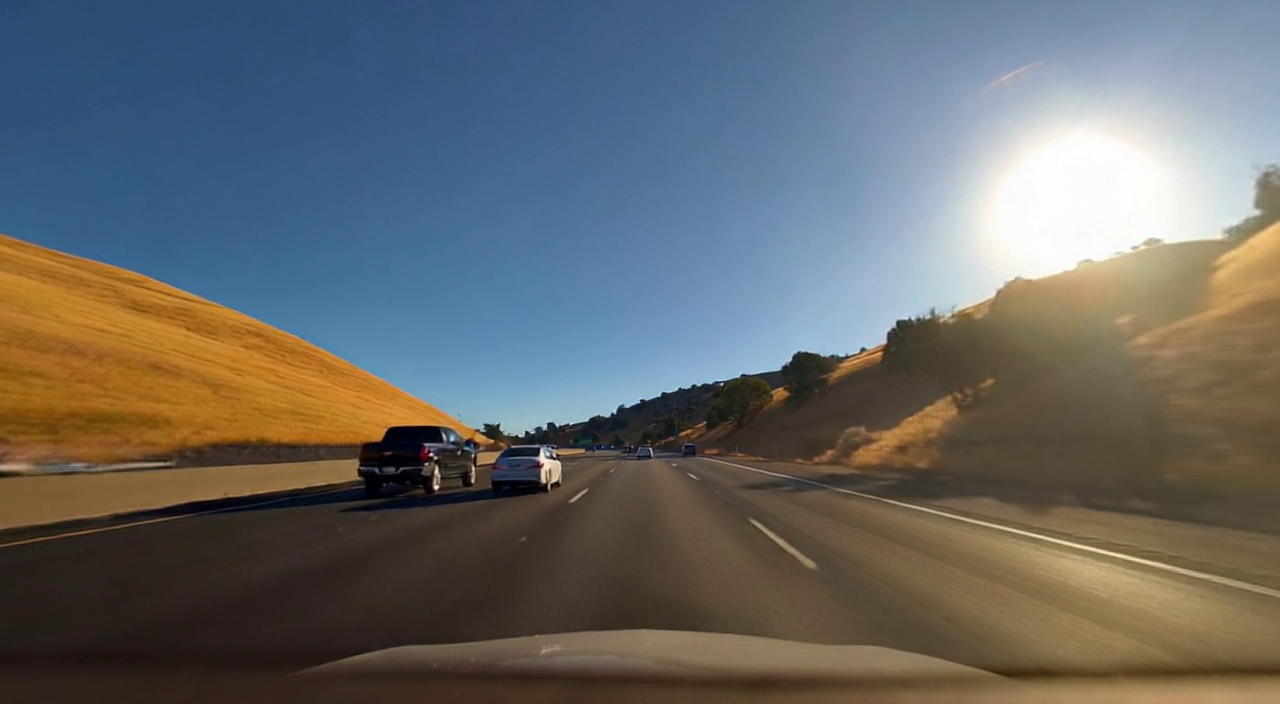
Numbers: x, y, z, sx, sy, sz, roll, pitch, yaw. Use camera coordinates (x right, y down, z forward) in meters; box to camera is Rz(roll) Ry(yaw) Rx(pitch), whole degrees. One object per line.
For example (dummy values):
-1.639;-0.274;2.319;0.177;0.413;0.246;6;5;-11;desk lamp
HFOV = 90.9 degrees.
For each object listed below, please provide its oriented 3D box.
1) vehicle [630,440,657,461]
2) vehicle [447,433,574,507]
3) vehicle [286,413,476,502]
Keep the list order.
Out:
0.276;7.807;49.870;2.031;1.566;3.904;0;-8;0;vehicle
-2.984;2.832;15.659;2.091;1.552;4.516;0;-8;2;vehicle
-6.879;2.920;17.918;2.589;2.063;6.206;0;-8;2;vehicle
